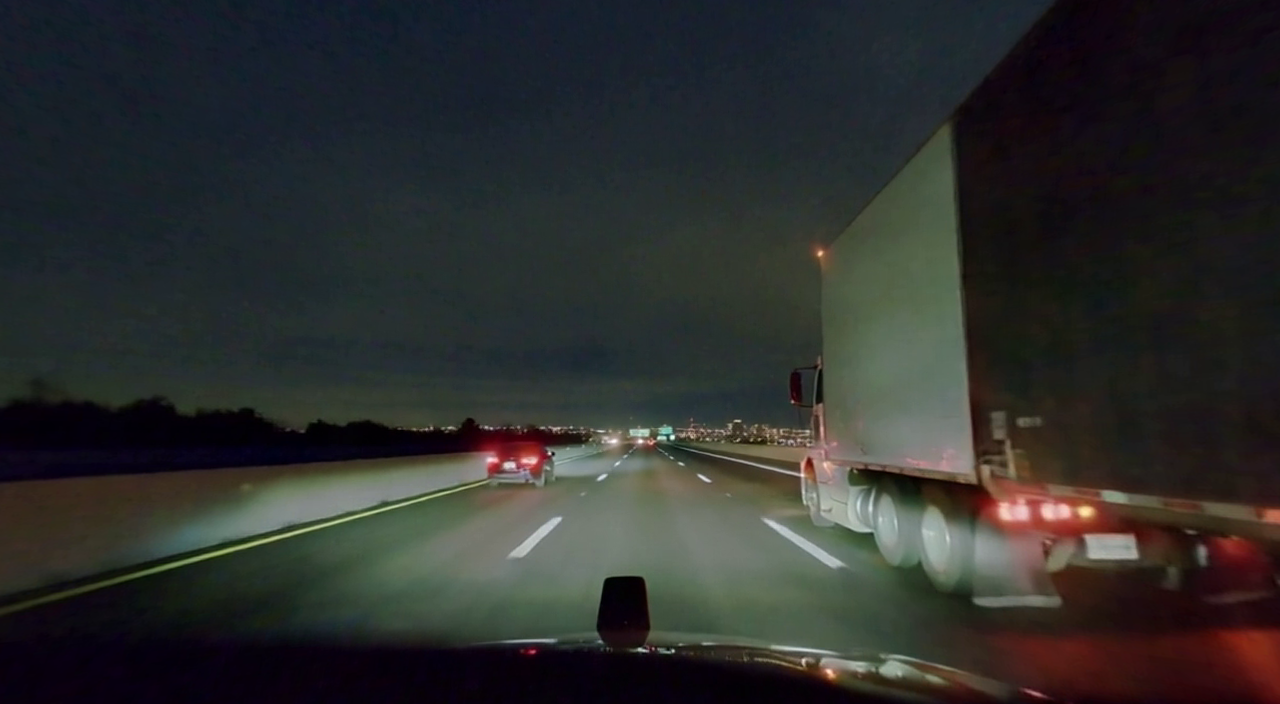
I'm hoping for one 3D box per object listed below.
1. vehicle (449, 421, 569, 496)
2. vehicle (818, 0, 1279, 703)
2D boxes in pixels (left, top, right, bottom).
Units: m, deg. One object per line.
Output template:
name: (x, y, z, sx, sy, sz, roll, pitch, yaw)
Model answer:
vehicle: (-3.256, 2.770, 16.754, 2.189, 1.707, 4.692, 0, -8, 0)
vehicle: (3.812, 0.054, 5.328, 3.037, 4.014, 6.276, 1, -7, 3)
